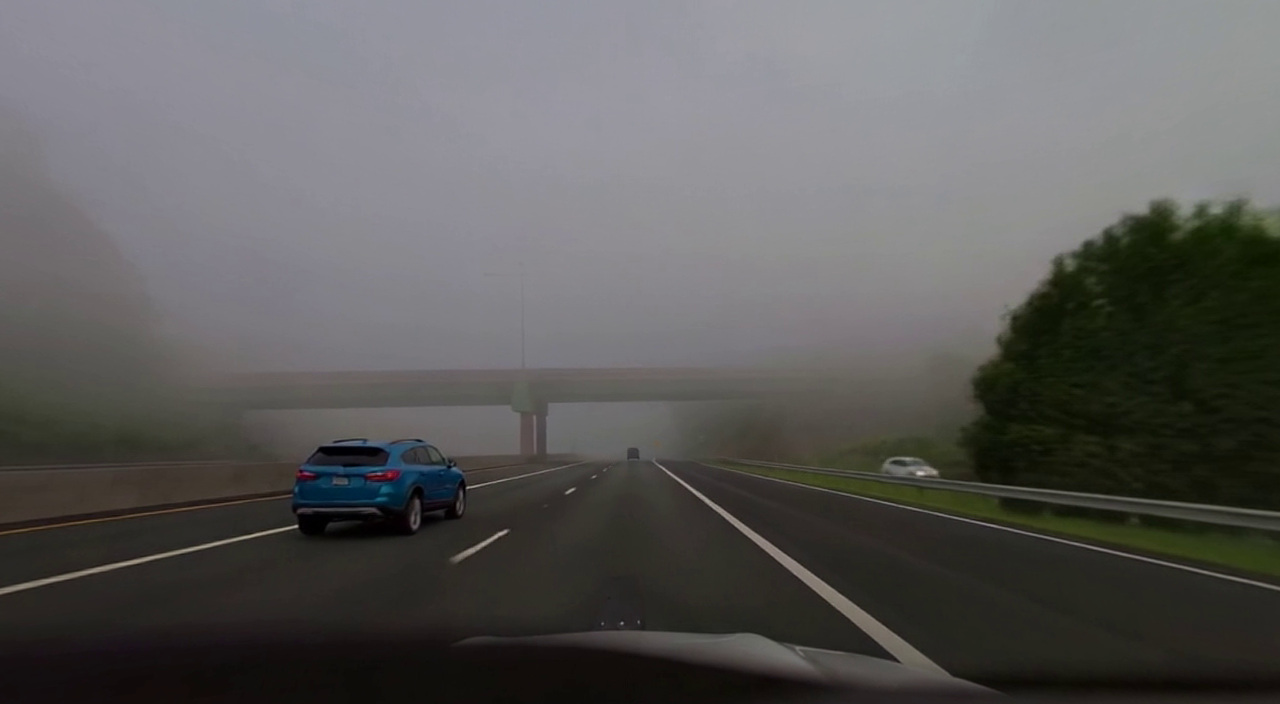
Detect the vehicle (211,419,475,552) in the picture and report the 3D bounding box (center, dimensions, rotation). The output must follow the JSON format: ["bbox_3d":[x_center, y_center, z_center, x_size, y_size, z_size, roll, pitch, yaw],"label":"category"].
[{"bbox_3d":[-4.601,2.143,10.843,2.221,1.750,4.706,0,-9,0],"label":"vehicle"}]
